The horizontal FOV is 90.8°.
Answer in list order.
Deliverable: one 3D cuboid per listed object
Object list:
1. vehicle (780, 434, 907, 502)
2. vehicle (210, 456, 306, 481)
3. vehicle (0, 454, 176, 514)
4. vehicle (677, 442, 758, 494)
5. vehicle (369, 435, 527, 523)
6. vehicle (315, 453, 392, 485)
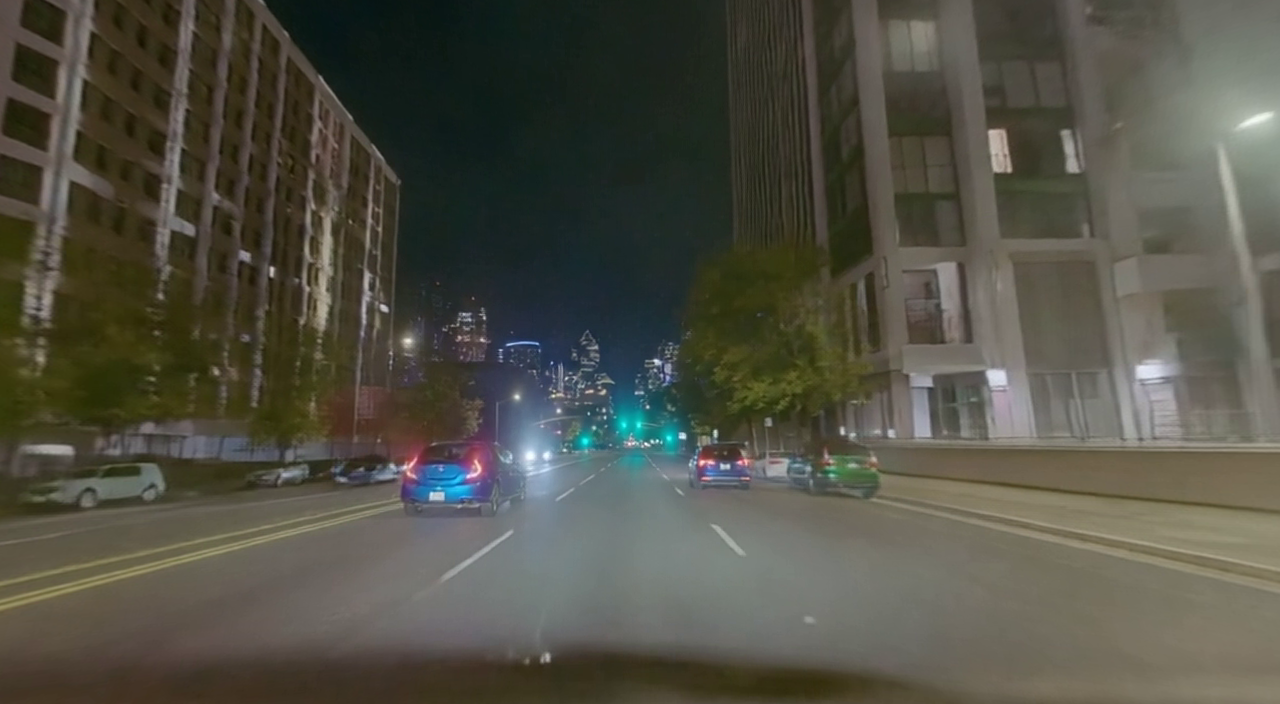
[{"bbox_3d":[6.006,3.473,19.477,2.085,1.782,5.258,0,-8,-1],"label":"vehicle"},{"bbox_3d":[-24.104,7.337,40.001,4.816,1.482,1.995,-1,-9,3],"label":"vehicle"},{"bbox_3d":[-18.111,4.272,20.951,2.003,1.699,4.524,-2,-9,-1],"label":"vehicle"},{"bbox_3d":[2.359,3.660,20.370,1.978,1.471,4.426,0,-8,-1],"label":"vehicle"},{"bbox_3d":[-3.767,2.545,13.242,2.062,1.527,4.044,0,-8,0],"label":"vehicle"},{"bbox_3d":[-15.054,6.130,33.477,1.907,1.494,4.549,0,-9,1],"label":"vehicle"}]
